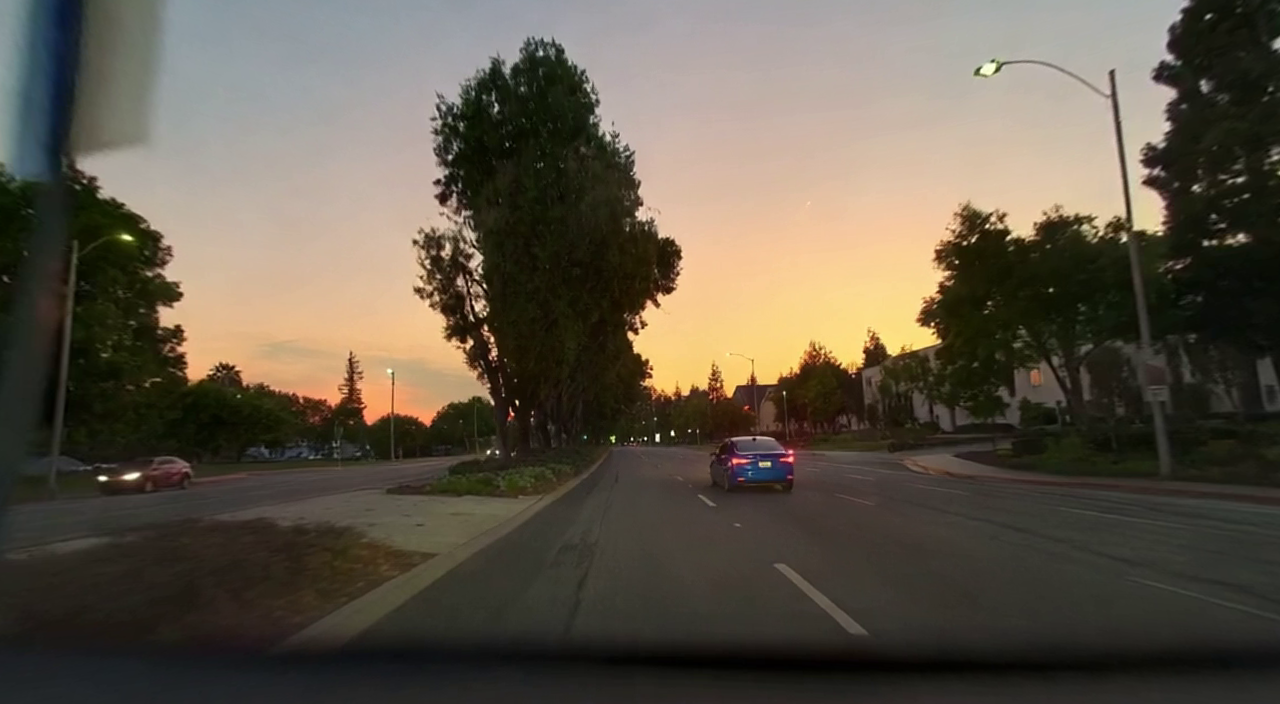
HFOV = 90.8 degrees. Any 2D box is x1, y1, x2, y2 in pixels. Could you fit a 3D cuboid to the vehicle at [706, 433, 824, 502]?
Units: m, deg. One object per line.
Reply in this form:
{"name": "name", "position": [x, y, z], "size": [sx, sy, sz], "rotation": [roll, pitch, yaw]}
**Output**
{"name": "vehicle", "position": [2.928, 2.809, 15.816], "size": [1.950, 1.473, 4.259], "rotation": [0, -8, -2]}

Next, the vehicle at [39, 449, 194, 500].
{"name": "vehicle", "position": [-20.665, 4.826, 25.303], "size": [2.016, 1.778, 4.804], "rotation": [0, -8, 0]}
